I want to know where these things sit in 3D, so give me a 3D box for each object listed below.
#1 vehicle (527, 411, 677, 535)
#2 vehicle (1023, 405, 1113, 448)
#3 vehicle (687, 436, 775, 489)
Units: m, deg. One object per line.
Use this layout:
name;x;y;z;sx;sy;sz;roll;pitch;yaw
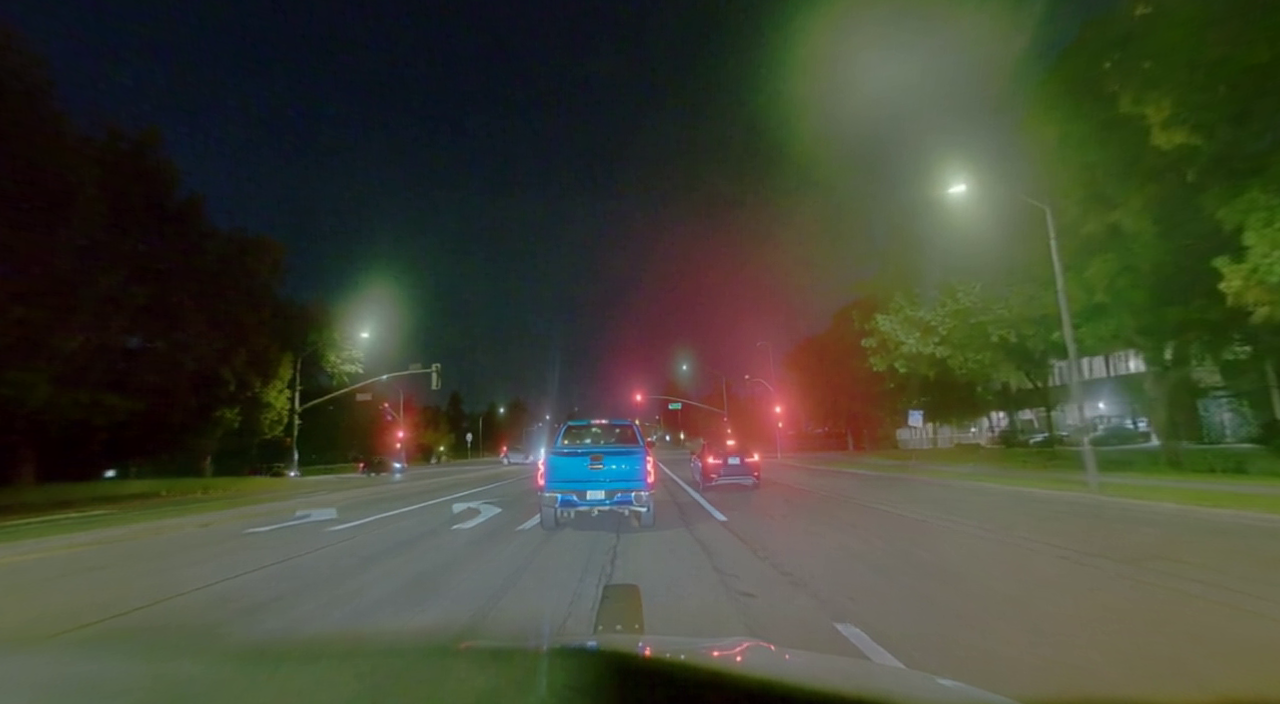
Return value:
vehicle;-0.553;2.087;11.482;2.145;1.762;4.731;0;-8;0
vehicle;30.286;5.385;44.880;2.892;2.881;4.178;2;-9;-16
vehicle;2.788;3.501;20.351;2.073;1.484;4.437;0;-8;-1
